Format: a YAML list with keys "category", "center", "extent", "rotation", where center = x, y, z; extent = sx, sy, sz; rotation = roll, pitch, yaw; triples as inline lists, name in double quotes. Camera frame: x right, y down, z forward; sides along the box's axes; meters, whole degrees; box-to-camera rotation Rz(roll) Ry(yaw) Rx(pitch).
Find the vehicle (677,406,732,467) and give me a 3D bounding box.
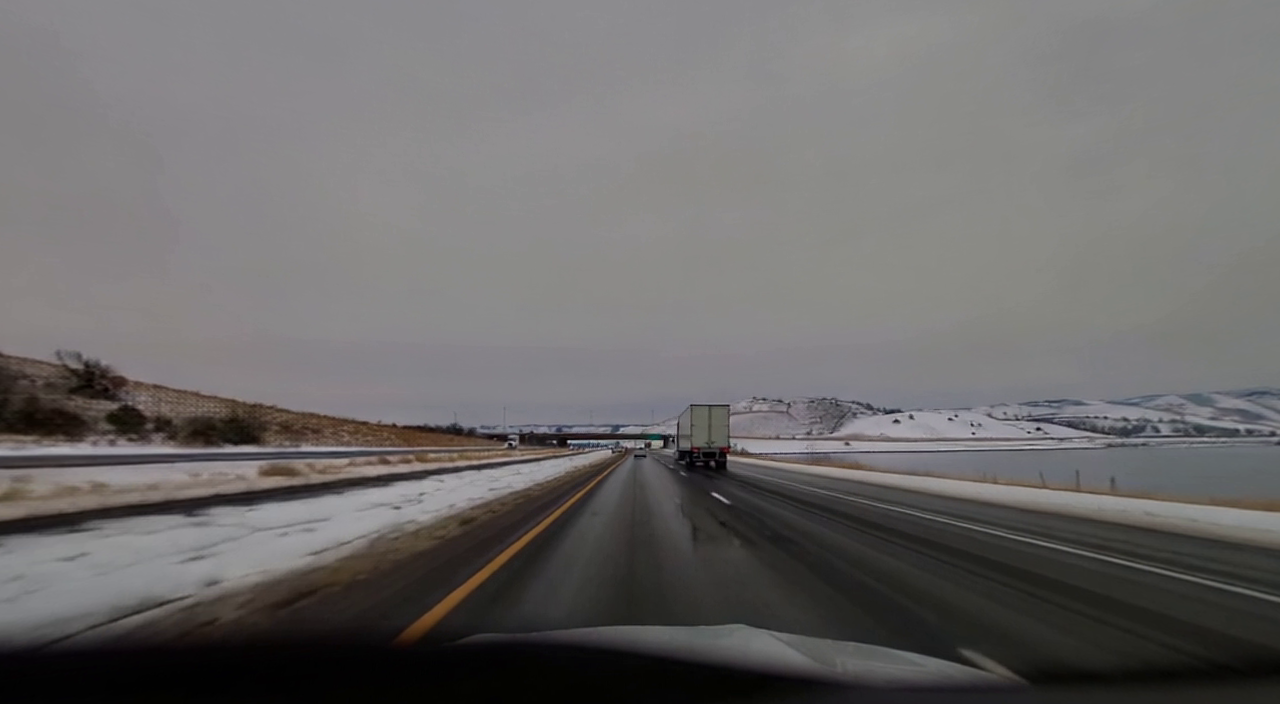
- category: "vehicle"
  center: [4.705, 6.699, 48.935]
  extent: [3.035, 4.005, 13.454]
  rotation: [0, -9, 1]
